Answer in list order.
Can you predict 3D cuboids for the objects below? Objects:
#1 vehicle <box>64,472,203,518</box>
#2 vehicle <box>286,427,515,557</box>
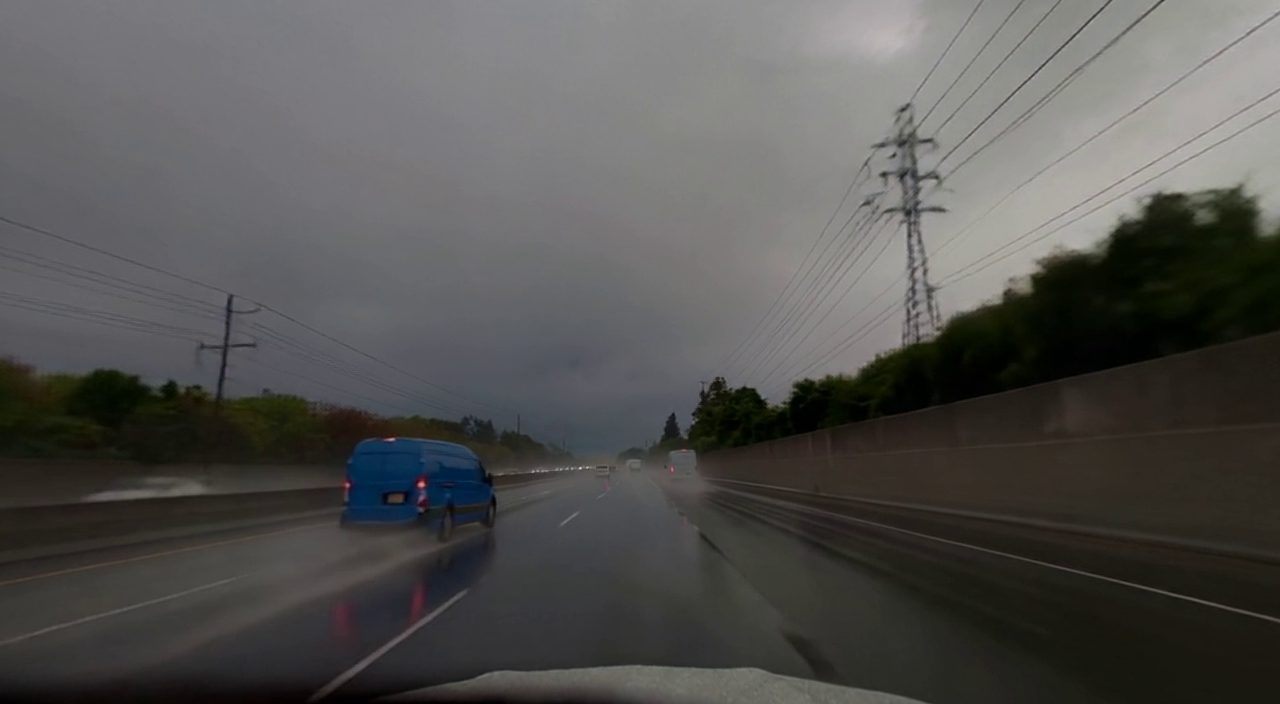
[{"bbox_3d":[-20.879,5.901,26.307,1.922,1.665,4.588,1,-11,0],"label":"vehicle"},{"bbox_3d":[-3.788,2.381,11.153,2.153,1.756,4.730,1,-11,0],"label":"vehicle"}]
